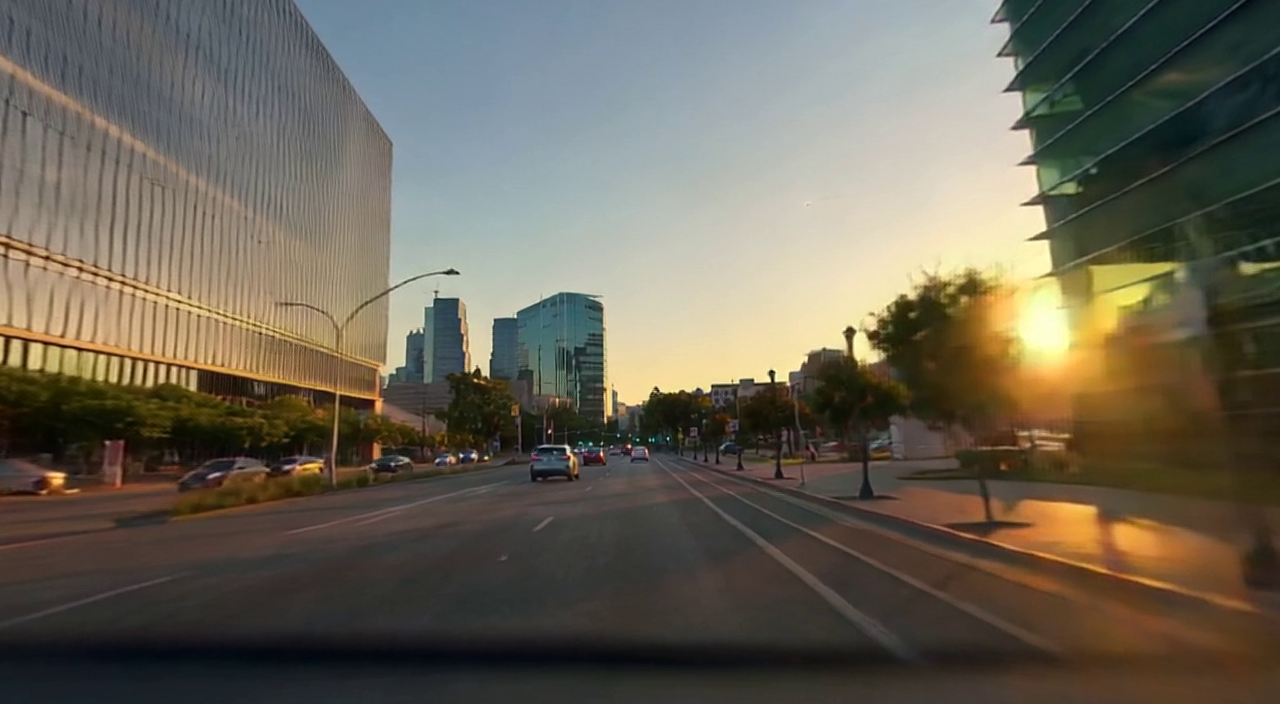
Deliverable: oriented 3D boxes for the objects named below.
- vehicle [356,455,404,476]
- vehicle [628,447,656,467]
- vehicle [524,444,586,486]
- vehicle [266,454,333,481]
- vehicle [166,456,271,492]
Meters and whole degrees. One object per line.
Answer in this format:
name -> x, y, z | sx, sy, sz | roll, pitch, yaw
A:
vehicle -> -20.458, 8.919, 49.861 | 1.856, 1.471, 4.445 | 0, -8, 0
vehicle -> 0.160, 8.095, 48.918 | 2.102, 1.482, 4.125 | 0, -8, 0
vehicle -> -3.364, 4.534, 25.706 | 1.983, 1.545, 3.773 | 0, -8, 0
vehicle -> -23.864, 8.078, 44.515 | 1.978, 1.739, 4.895 | 0, -8, -1
vehicle -> -20.180, 5.834, 30.515 | 1.959, 1.536, 4.455 | 0, -8, 0
